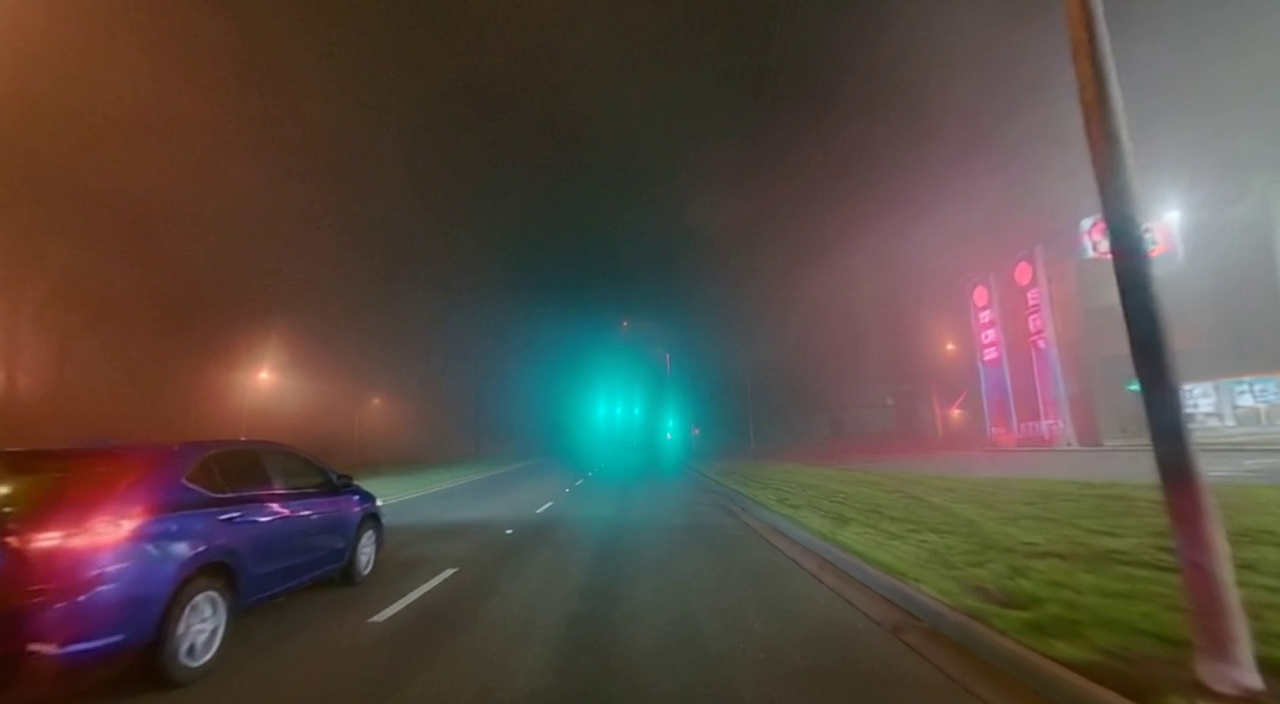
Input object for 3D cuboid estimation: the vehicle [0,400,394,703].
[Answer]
[{"bbox_3d":[-3.478,1.122,3.652,2.160,1.497,4.573,0,-8,1],"label":"vehicle"}]
